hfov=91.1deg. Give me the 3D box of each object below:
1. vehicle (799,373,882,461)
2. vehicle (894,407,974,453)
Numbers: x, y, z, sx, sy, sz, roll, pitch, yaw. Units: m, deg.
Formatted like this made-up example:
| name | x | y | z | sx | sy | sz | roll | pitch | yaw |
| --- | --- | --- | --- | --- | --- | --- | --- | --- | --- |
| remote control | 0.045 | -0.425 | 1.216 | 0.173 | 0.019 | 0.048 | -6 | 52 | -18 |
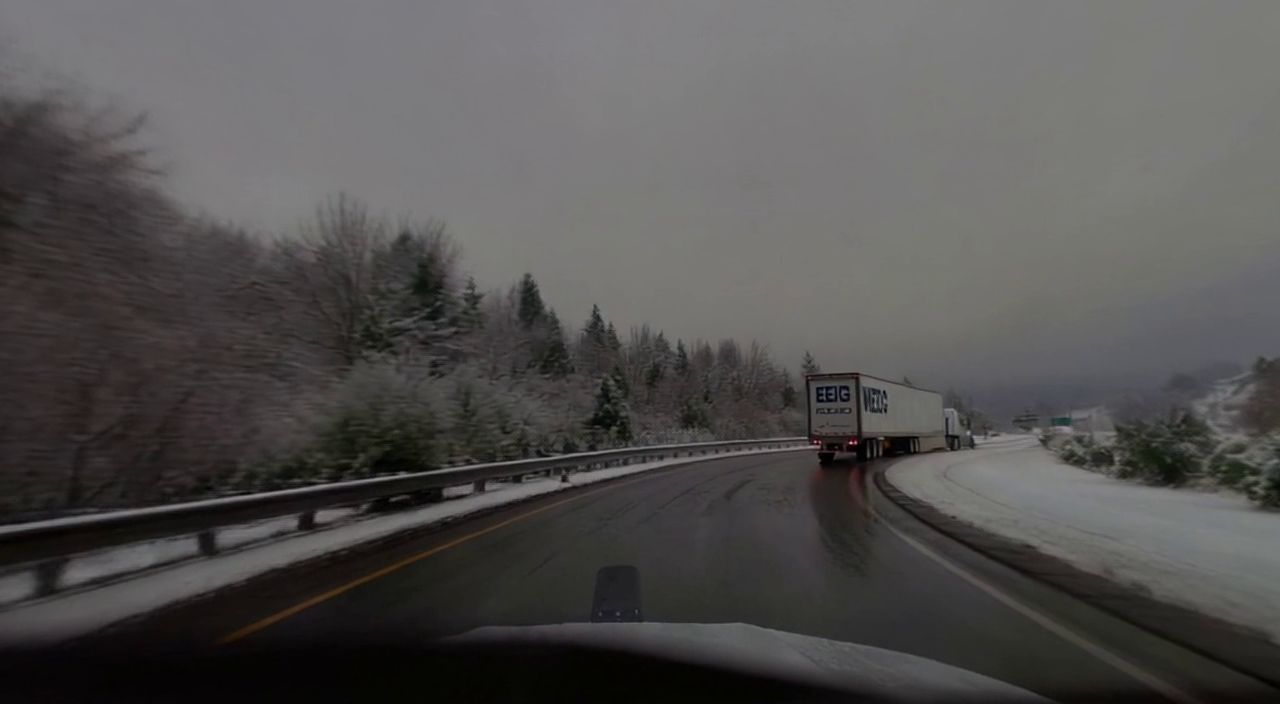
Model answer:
| name | x | y | z | sx | sy | sz | roll | pitch | yaw |
| --- | --- | --- | --- | --- | --- | --- | --- | --- | --- |
| vehicle | 9.366 | 3.055 | 29.211 | 2.963 | 3.771 | 3.137 | -4 | -9 | 29 |
| vehicle | 18.082 | 4.805 | 38.470 | 6.650 | 2.524 | 2.120 | 8 | -11 | -44 |
